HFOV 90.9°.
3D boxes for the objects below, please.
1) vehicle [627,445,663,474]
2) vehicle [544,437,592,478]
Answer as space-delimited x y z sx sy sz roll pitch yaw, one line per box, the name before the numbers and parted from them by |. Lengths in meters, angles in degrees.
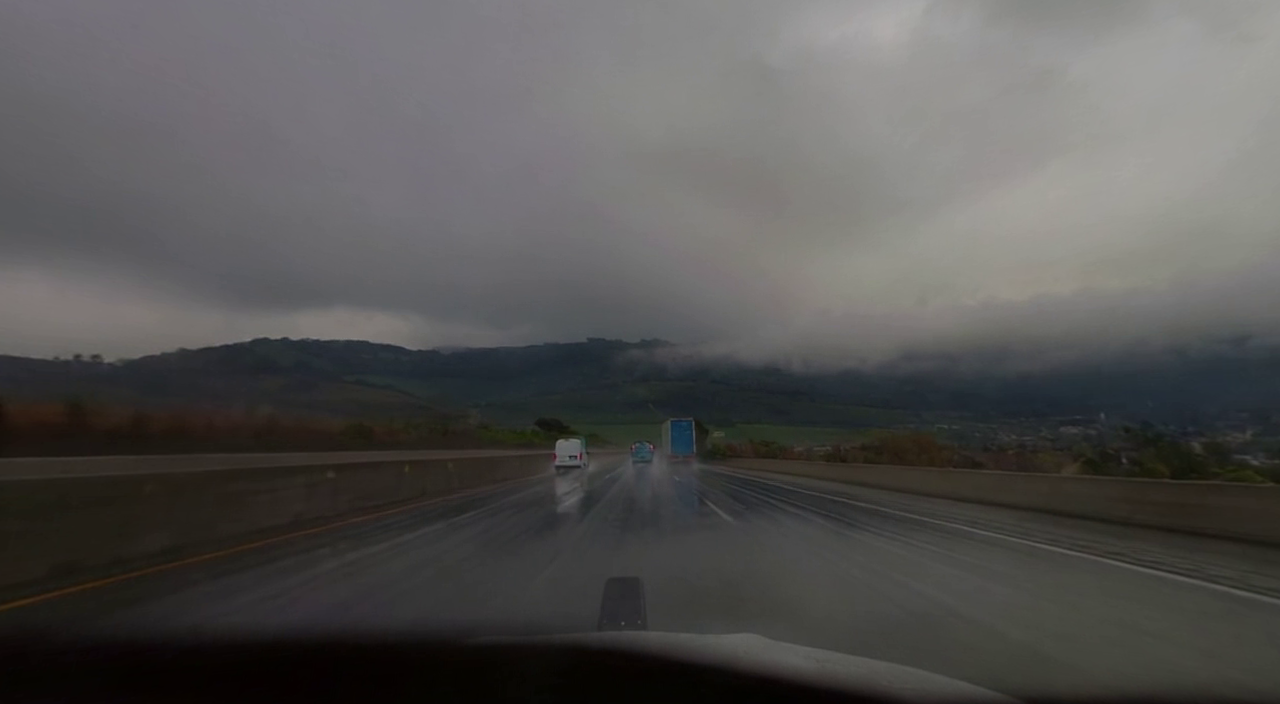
vehicle | 0.336 6.957 40.845 2.166 1.747 4.299 0 -9 1
vehicle | -3.778 5.700 34.084 1.955 2.004 4.792 0 -9 1
